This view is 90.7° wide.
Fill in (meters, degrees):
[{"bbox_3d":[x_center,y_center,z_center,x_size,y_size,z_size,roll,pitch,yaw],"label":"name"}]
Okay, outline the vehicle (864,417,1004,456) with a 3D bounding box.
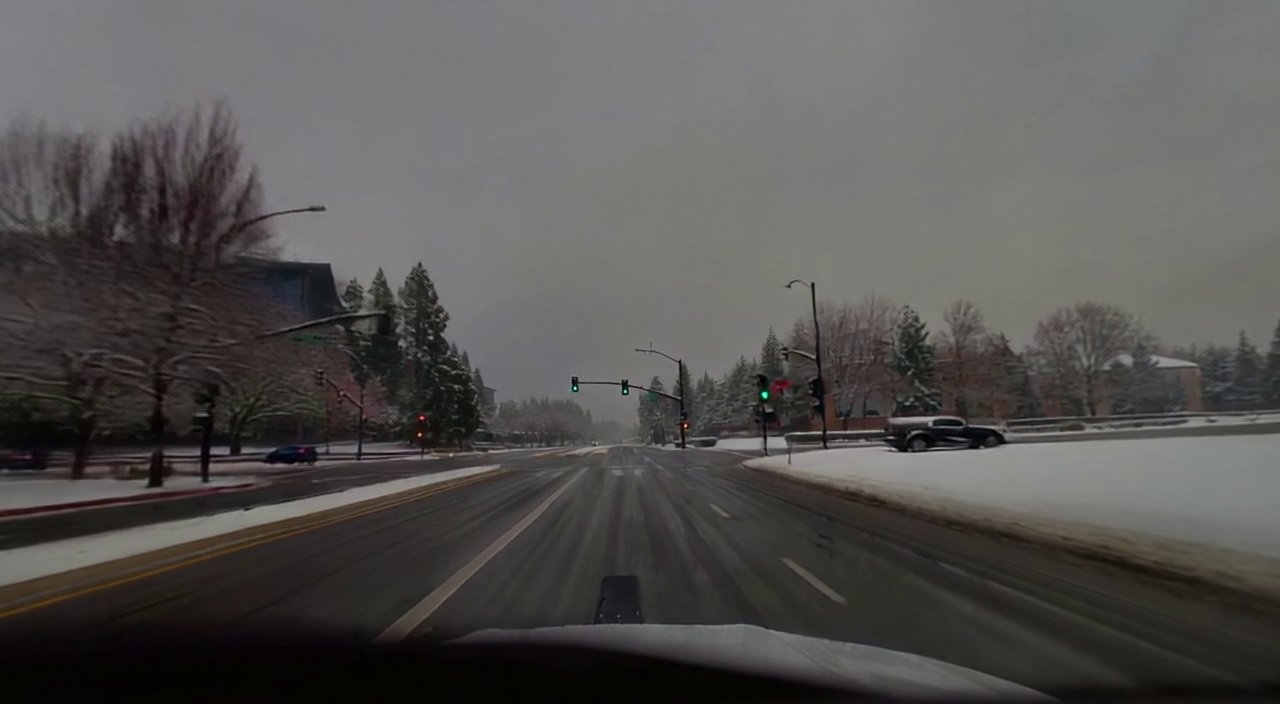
[{"bbox_3d":[11.840,3.428,25.731,4.670,1.476,2.042,0,-8,0],"label":"vehicle"}]
